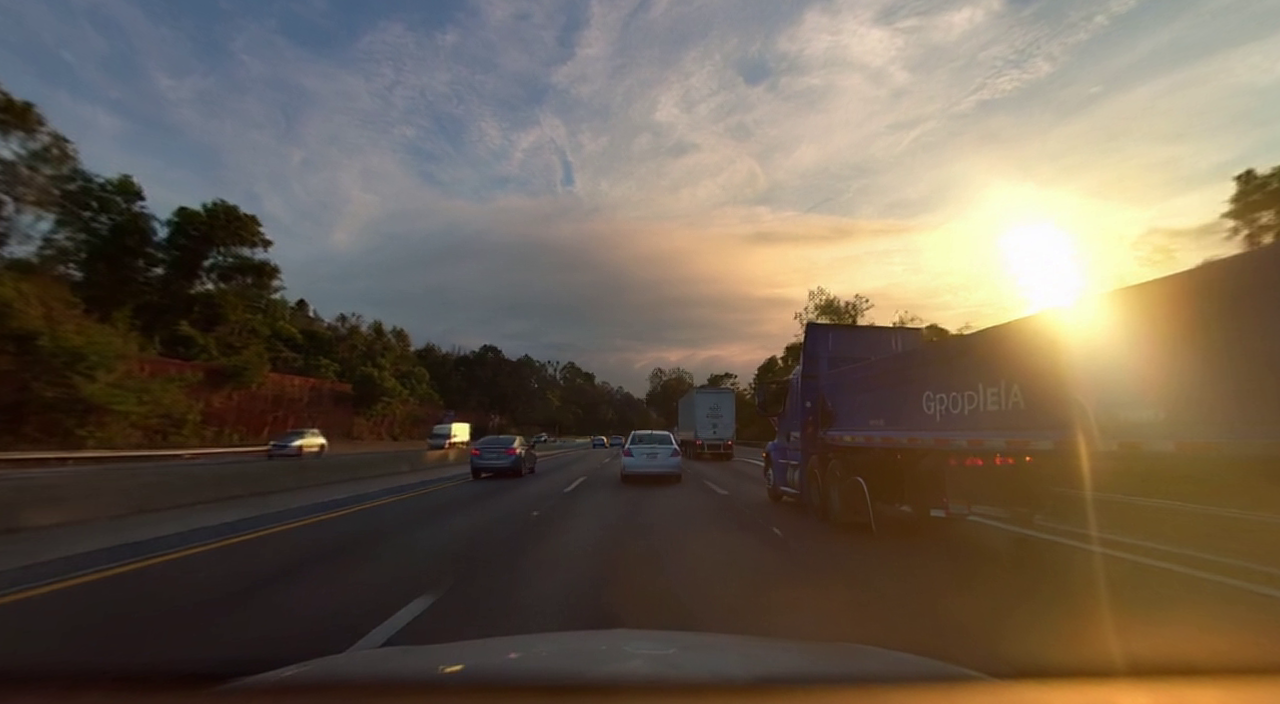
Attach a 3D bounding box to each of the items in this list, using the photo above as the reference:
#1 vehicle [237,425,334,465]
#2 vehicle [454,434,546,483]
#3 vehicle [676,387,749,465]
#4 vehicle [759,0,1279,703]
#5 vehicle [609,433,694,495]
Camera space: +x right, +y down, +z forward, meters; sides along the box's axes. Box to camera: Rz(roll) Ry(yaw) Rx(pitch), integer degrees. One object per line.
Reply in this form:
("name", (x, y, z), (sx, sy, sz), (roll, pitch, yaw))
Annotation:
("vehicle", (-17.609, 4.651, 31.612), (2.037, 1.840, 4.691), (0, -8, 2))
("vehicle", (-4.542, 3.500, 21.214), (2.048, 1.452, 4.430), (0, -8, 0))
("vehicle", (4.210, 4.805, 39.977), (2.869, 4.067, 13.731), (0, -8, 0))
("vehicle", (4.252, 0.239, 6.947), (2.816, 4.070, 14.136), (0, -8, -1))
("vehicle", (0.254, 2.904, 16.788), (2.021, 1.435, 3.611), (0, -8, -1))
